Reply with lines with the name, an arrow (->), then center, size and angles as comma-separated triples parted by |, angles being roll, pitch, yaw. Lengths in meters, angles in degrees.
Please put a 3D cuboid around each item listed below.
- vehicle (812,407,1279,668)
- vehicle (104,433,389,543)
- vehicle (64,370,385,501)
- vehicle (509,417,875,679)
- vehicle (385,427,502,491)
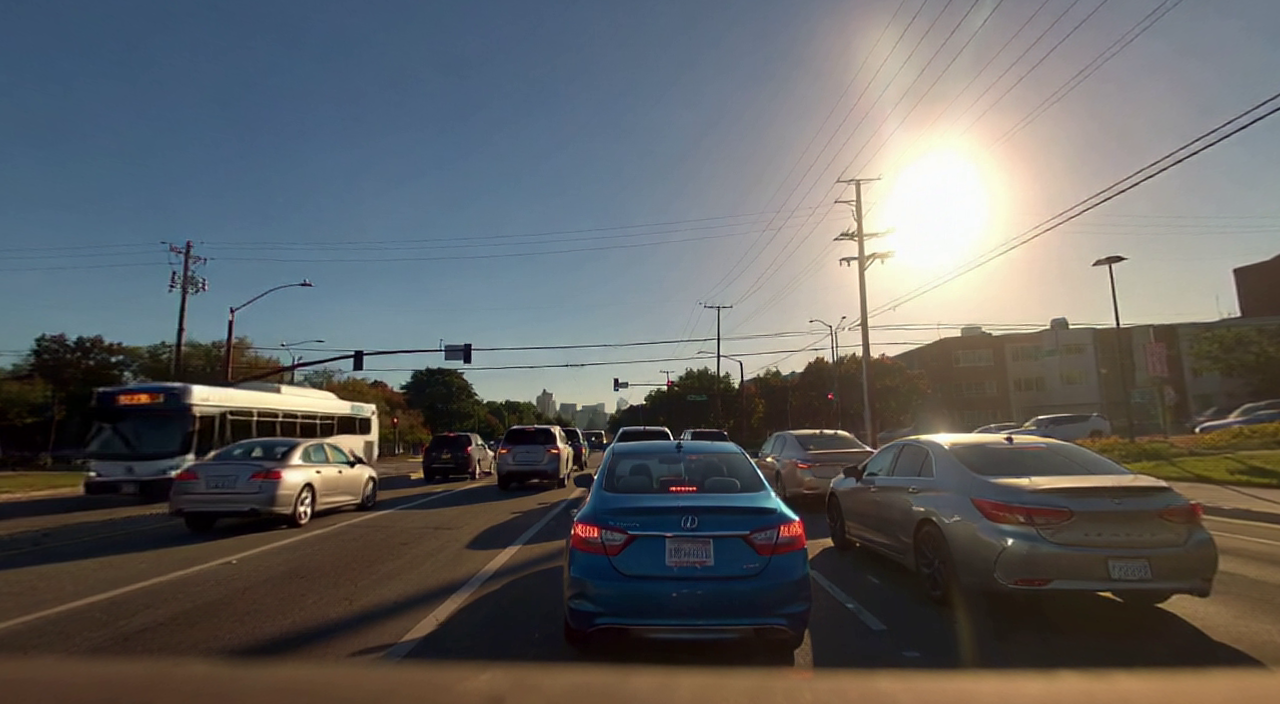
vehicle -> 3.140, 1.400, 5.871 | 1.870, 1.523, 4.096 | 0, -8, -1
vehicle -> -6.403, 2.229, 11.119 | 1.955, 1.497, 4.639 | -1, -8, 1
vehicle -> -13.534, 3.109, 23.018 | 3.005, 3.443, 12.583 | -1, -8, 1
vehicle -> 0.280, 1.422, 5.699 | 2.109, 1.483, 3.964 | 0, -8, -1
vehicle -> -6.262, 3.489, 20.898 | 2.070, 1.824, 5.196 | -1, -8, 2
